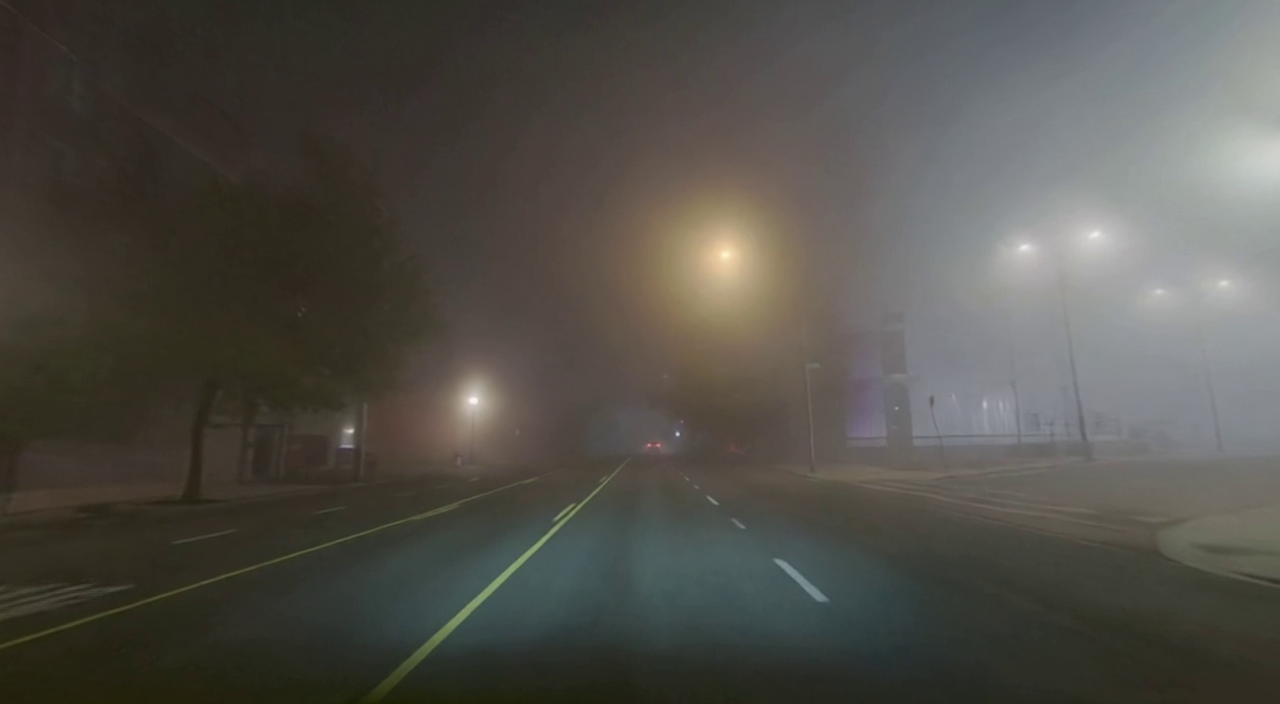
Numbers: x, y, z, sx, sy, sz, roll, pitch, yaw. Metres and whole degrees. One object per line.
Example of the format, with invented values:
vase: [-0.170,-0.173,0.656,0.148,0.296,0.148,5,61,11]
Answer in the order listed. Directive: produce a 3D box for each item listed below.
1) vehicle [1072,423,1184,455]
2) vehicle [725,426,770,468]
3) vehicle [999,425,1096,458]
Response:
vehicle: [32.563,5.878,42.070,2.097,1.894,5.338,1,-10,-26]
vehicle: [6.674,5.925,39.296,2.021,2.433,3.088,0,-8,-4]
vehicle: [24.866,5.496,38.477,2.005,1.861,4.478,4,-9,-27]
